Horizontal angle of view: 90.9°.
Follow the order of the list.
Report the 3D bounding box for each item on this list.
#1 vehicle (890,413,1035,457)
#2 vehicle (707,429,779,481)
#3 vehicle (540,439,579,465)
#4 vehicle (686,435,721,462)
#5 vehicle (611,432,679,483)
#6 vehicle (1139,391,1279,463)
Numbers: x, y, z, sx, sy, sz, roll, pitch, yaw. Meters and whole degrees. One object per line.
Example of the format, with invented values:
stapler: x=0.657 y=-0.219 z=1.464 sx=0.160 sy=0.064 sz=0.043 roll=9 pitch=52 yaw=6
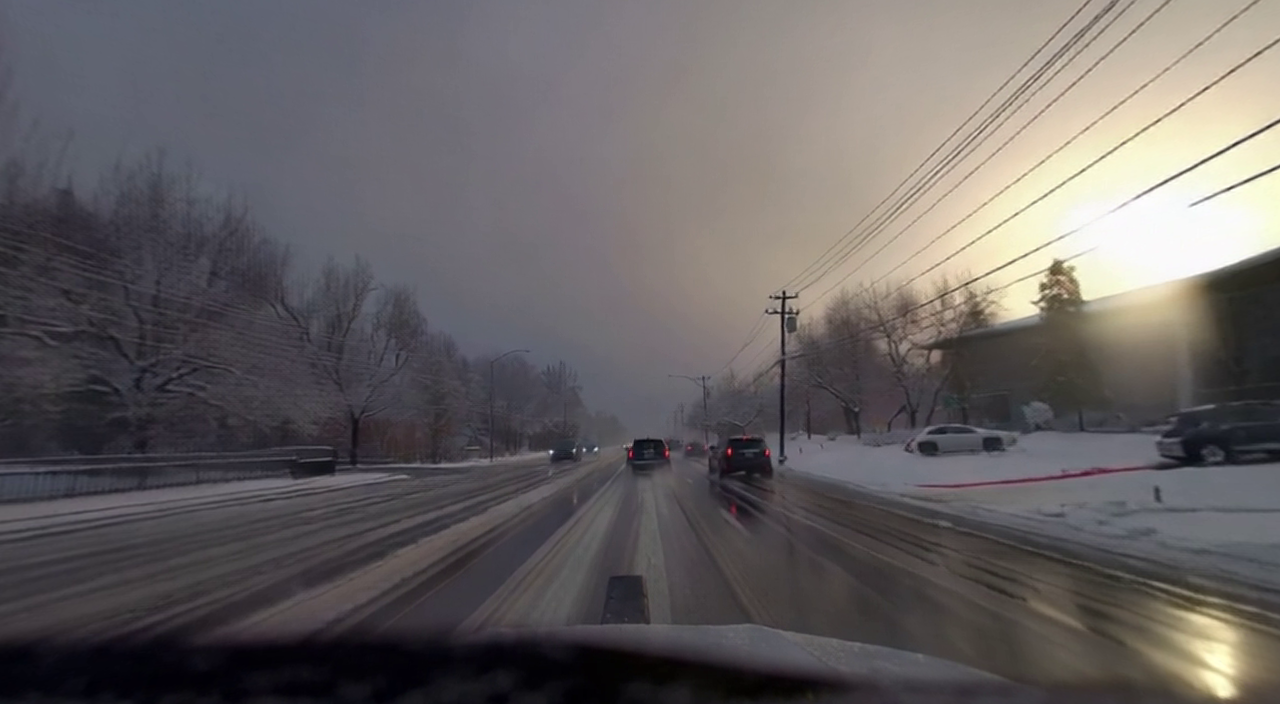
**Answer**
vehicle: x=15.299 y=3.985 z=29.968 sx=5.731 sy=1.720 sz=2.822 roll=-8 pitch=-10 yaw=31
vehicle: x=3.628 y=3.704 z=22.934 sx=1.914 sy=1.698 sz=4.049 roll=0 pitch=-9 yaw=0
vehicle: x=-5.827 y=7.340 z=46.274 sx=2.193 sy=1.802 sz=4.946 roll=0 pitch=-9 yaw=1
vehicle: x=4.299 y=6.637 z=43.330 sx=2.024 sy=1.711 sz=4.512 roll=0 pitch=-9 yaw=1
vehicle: x=0.195 y=3.757 z=22.636 sx=2.200 sy=1.653 sz=4.127 roll=0 pitch=-9 yaw=1
vehicle: x=15.945 y=1.955 z=16.247 sx=4.392 sy=1.709 sz=2.002 roll=0 pitch=-9 yaw=-2
